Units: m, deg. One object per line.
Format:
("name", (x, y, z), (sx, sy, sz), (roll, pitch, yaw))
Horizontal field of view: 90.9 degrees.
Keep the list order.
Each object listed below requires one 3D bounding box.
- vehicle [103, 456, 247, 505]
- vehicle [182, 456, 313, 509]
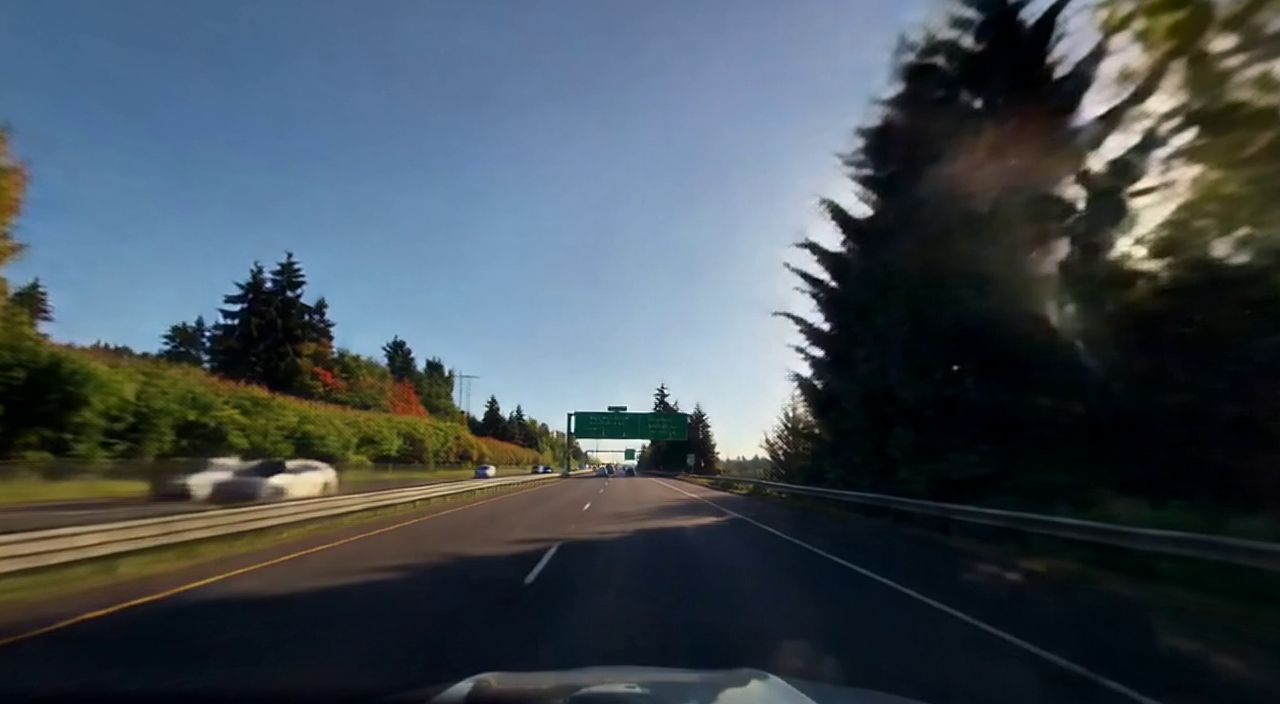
("vehicle", (-15.956, 4.423, 21.972), (1.773, 1.493, 4.313), (1, -10, -2))
("vehicle", (-11.780, 3.933, 19.212), (1.712, 1.420, 3.493), (1, -10, -1))
